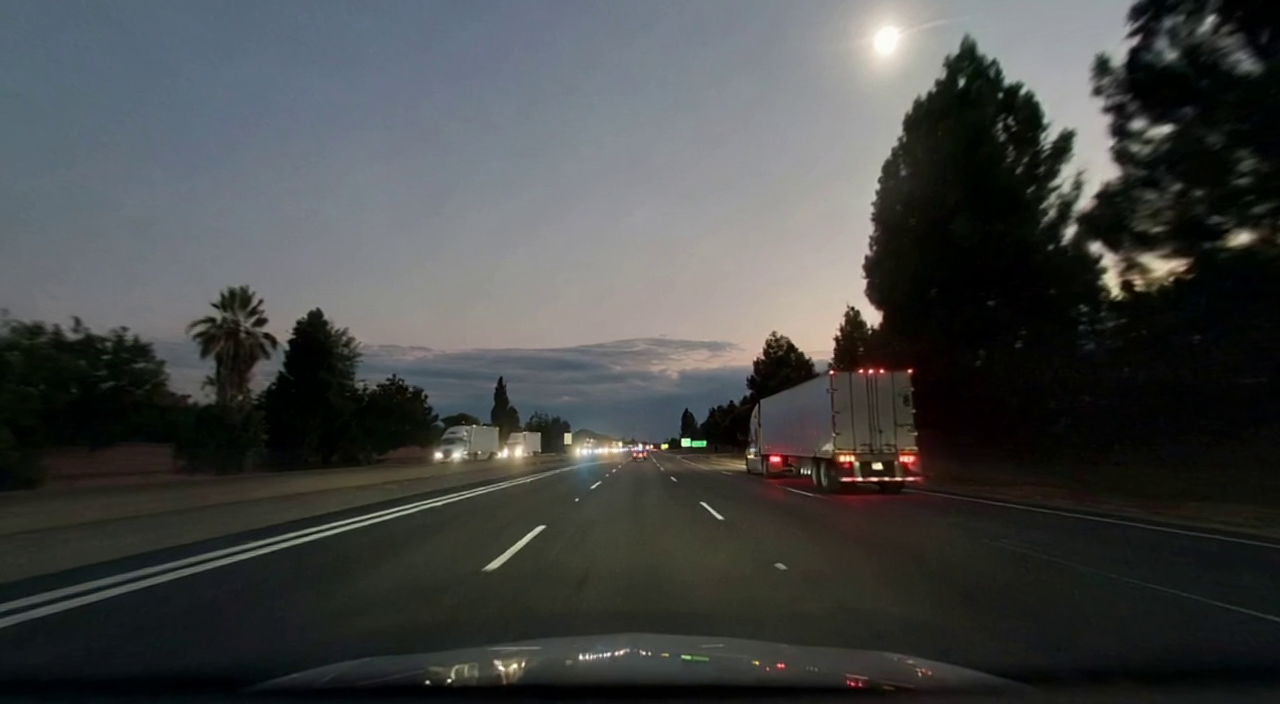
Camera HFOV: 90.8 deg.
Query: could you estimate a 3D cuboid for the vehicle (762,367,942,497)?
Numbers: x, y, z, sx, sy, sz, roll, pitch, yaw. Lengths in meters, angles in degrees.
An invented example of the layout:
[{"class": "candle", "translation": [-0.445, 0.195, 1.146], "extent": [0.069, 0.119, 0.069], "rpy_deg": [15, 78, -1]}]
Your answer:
[{"class": "vehicle", "translation": [6.982, 3.019, 23.094], "extent": [2.821, 3.681, 10.415], "rpy_deg": [0, -9, -1]}]
